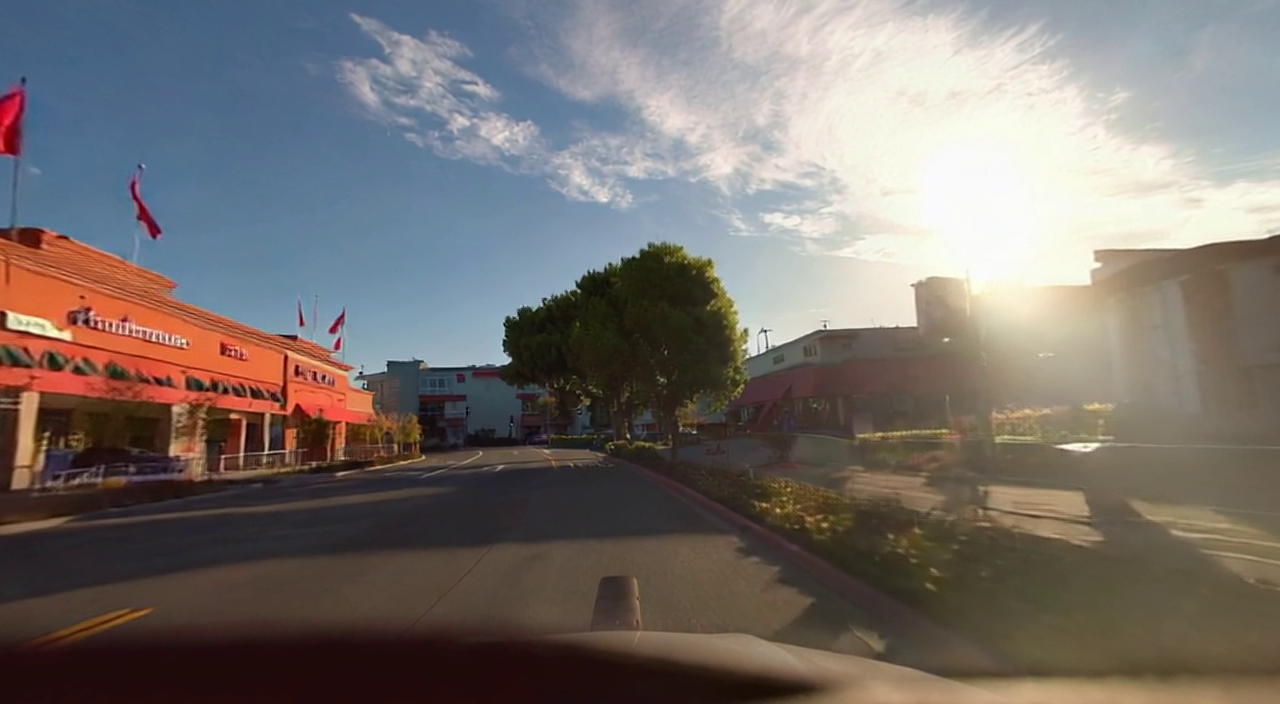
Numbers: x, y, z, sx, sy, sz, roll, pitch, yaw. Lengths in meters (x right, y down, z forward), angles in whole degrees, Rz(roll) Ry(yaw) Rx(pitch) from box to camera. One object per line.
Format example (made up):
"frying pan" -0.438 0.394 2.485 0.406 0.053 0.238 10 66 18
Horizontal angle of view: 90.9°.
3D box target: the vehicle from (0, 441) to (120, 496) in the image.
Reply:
"vehicle" -19.782 3.913 21.612 1.907 1.642 4.020 3 -9 -25

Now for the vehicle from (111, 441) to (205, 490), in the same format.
"vehicle" -17.078 3.973 22.464 1.778 1.584 2.802 2 -8 -19
